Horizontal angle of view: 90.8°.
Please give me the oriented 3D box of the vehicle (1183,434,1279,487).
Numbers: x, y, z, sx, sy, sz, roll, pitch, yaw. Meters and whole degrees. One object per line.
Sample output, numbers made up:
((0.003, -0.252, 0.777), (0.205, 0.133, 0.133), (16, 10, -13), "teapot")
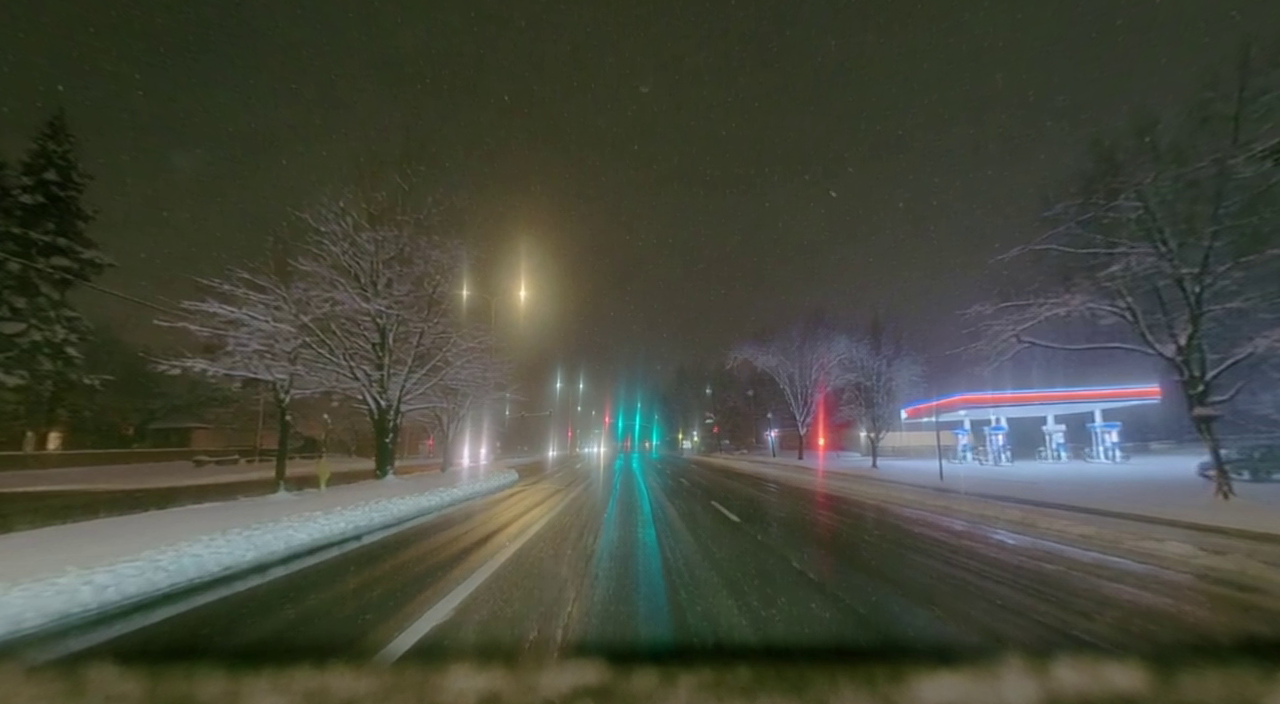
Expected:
((21.506, 3.754, 22.049), (3.442, 1.599, 1.613), (-3, -10, -2), "vehicle")
